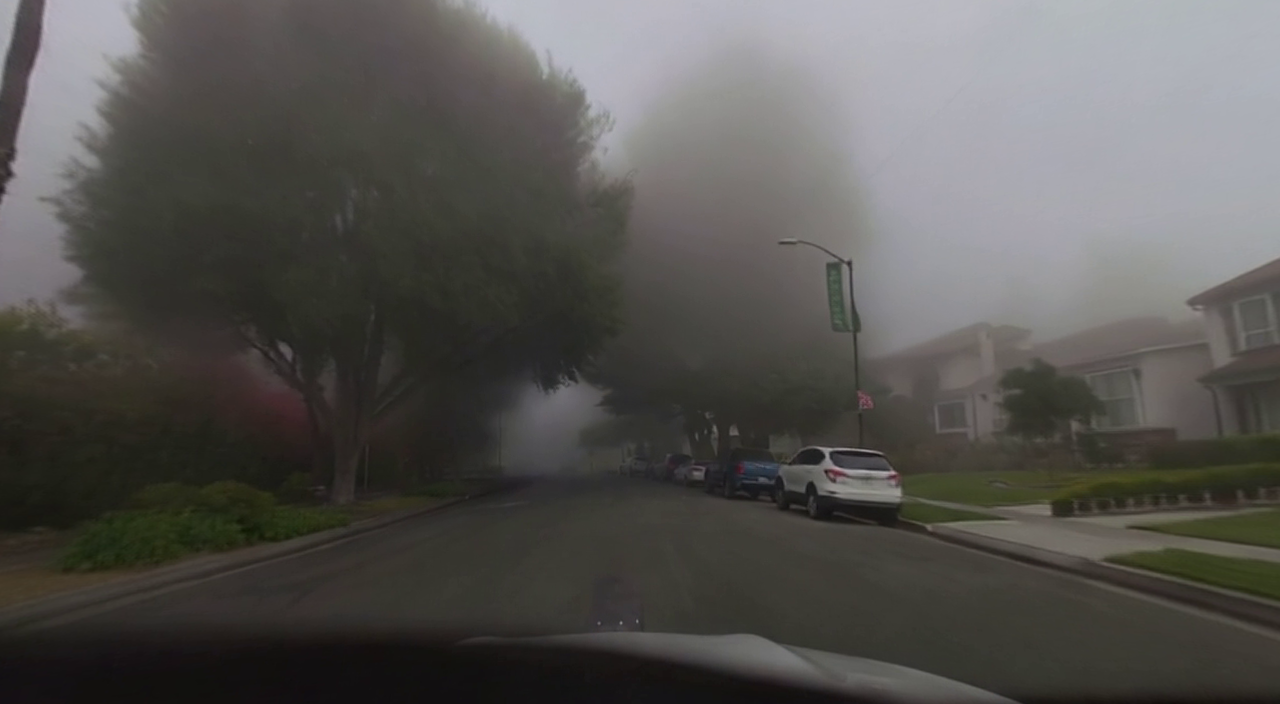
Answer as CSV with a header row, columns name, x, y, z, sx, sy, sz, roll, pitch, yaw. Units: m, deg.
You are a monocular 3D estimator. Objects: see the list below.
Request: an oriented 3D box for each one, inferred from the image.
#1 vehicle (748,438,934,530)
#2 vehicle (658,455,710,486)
name,x,y,z,sx,sy,sz,roll,pitch,yaw
vehicle,4.875,3.374,16.803,2.715,1.900,6.163,2,-10,-2
vehicle,2.774,7.675,41.150,2.111,1.771,4.942,2,-9,-12
